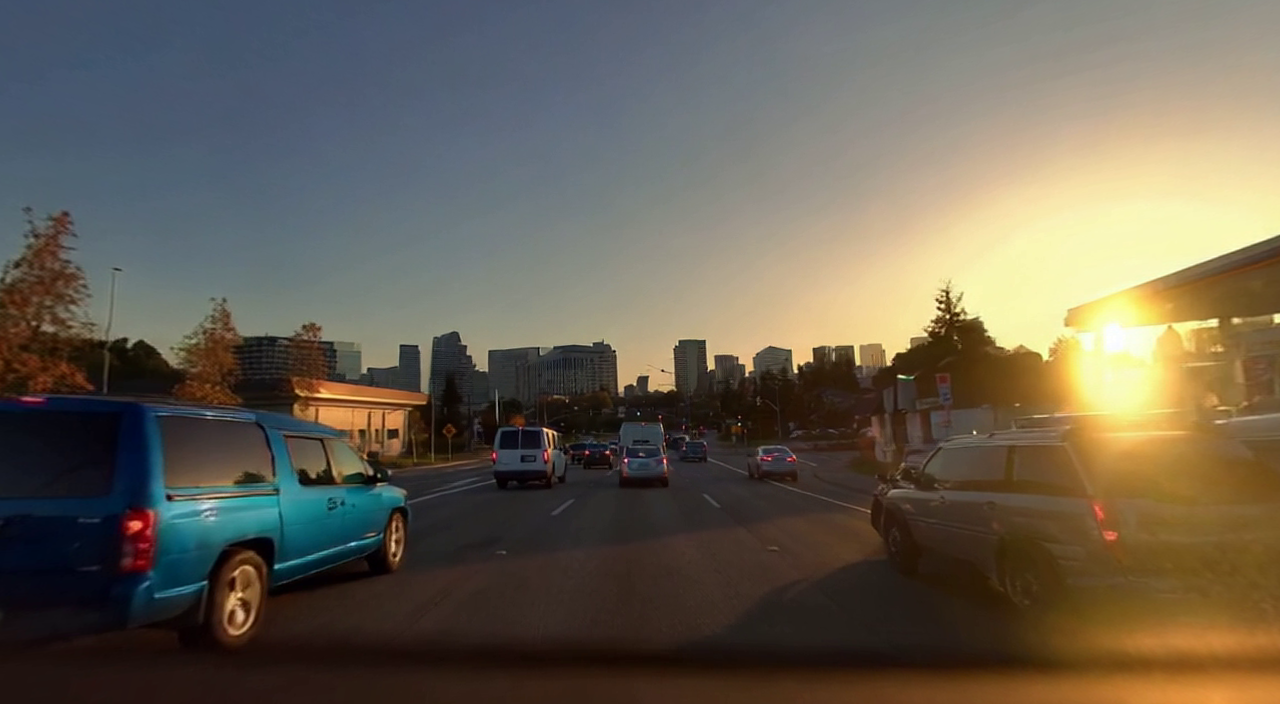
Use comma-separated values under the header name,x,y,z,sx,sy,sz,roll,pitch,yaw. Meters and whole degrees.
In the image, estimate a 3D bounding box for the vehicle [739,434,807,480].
name,x,y,z,sx,sy,sz,roll,pitch,yaw
vehicle,5.349,4.283,25.841,2.119,1.696,4.623,-1,-8,5

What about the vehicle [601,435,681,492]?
name,x,y,z,sx,sy,sz,roll,pitch,yaw
vehicle,0.059,3.772,21.793,2.426,1.703,5.602,0,-8,0

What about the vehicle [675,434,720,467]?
name,x,y,z,sx,sy,sz,roll,pitch,yaw
vehicle,3.326,5.854,37.415,2.193,1.795,5.130,0,-8,0

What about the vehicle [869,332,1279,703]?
name,x,y,z,sx,sy,sz,roll,pitch,yaw
vehicle,3.587,1.118,4.505,2.055,1.786,4.817,0,-8,0

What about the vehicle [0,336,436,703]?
name,x,y,z,sx,sy,sz,roll,pitch,yaw
vehicle,-3.490,1.171,4.868,2.002,1.747,5.173,0,-8,1

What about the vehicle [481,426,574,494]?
name,x,y,z,sx,sy,sz,roll,pitch,yaw
vehicle,-3.488,3.483,20.562,2.025,1.936,4.995,0,-8,1
